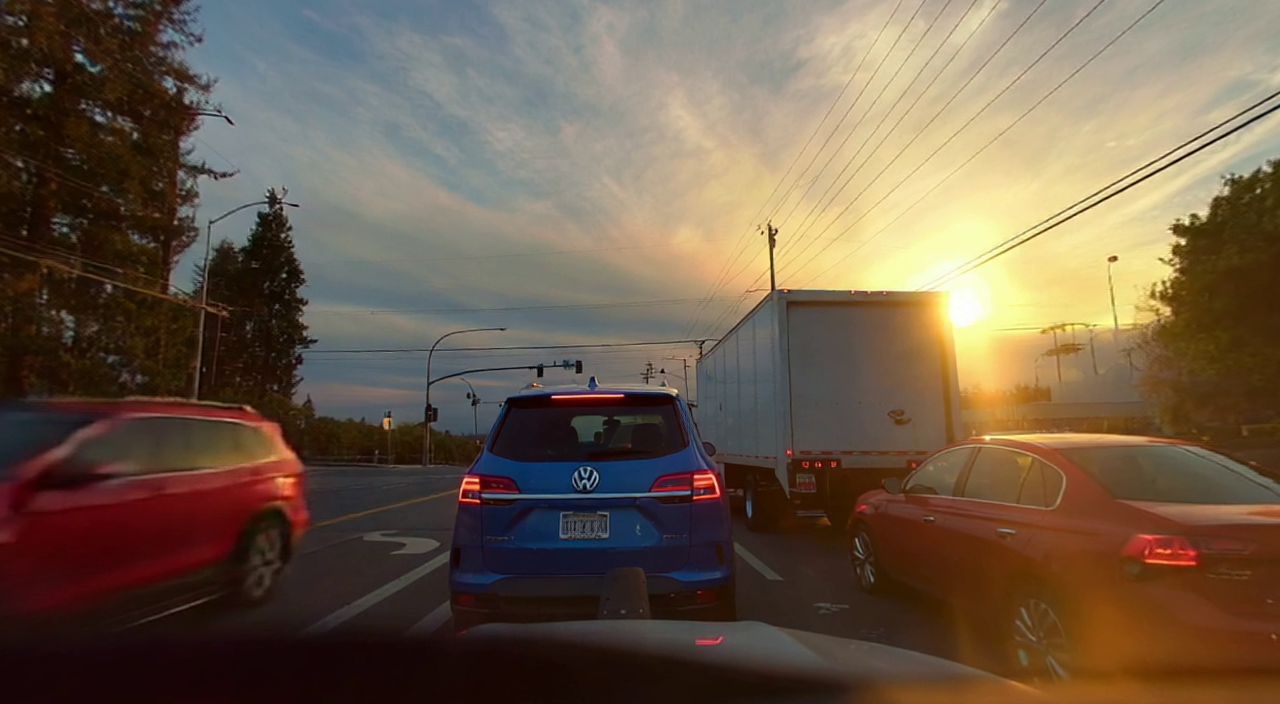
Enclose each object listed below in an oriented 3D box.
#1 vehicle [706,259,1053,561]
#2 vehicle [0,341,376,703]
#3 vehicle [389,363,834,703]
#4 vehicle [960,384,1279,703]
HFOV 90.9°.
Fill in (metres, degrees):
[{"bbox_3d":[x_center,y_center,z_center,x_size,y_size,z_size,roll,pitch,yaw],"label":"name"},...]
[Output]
[{"bbox_3d":[3.229,1.268,11.843,2.915,3.559,8.848,0,-8,-1],"label":"vehicle"},{"bbox_3d":[-4.084,1.102,4.487,2.119,1.835,5.261,0,-8,0],"label":"vehicle"},{"bbox_3d":[-0.138,1.225,5.194,2.114,1.732,4.230,0,-8,0],"label":"vehicle"},{"bbox_3d":[2.829,0.746,1.194,1.971,1.484,4.728,0,-8,0],"label":"vehicle"}]
